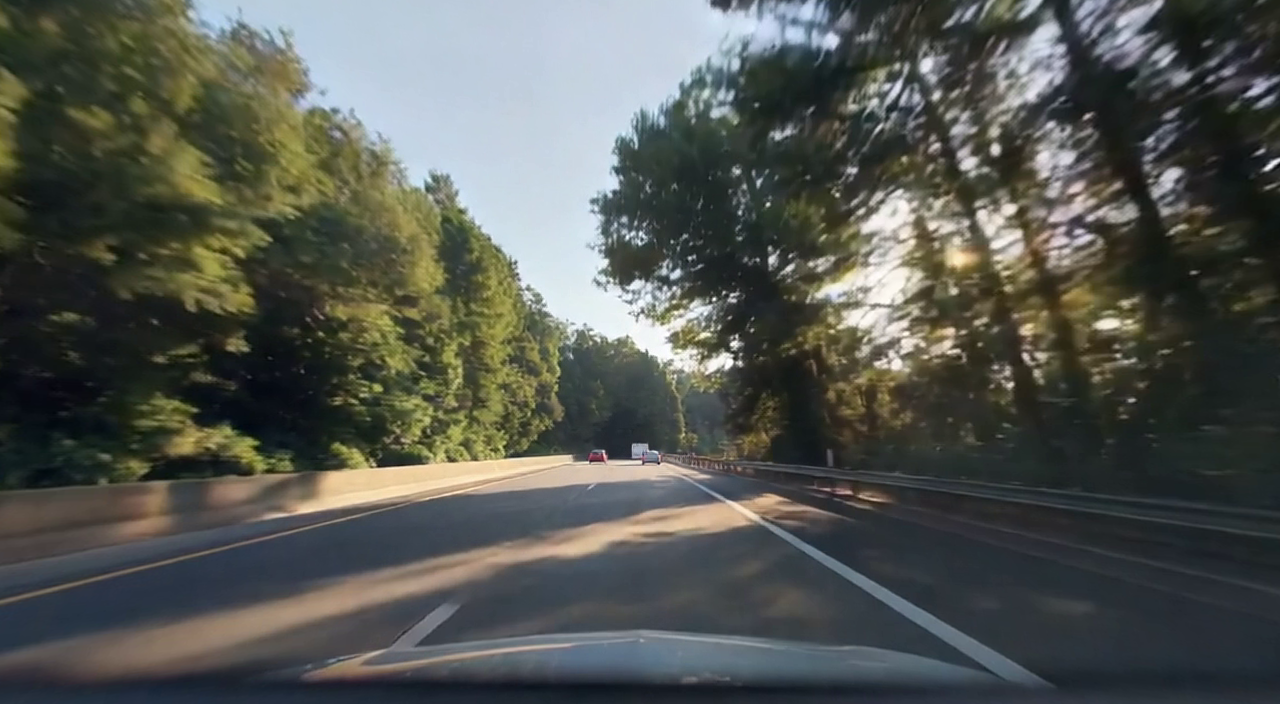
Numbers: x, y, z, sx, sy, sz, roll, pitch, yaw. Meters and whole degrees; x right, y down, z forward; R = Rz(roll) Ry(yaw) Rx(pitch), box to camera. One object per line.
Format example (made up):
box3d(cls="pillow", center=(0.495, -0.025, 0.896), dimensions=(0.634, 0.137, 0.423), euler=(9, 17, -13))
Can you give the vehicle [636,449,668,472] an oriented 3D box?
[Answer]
box3d(cls="vehicle", center=(0.758, 7.231, 42.202), dimensions=(2.046, 1.452, 4.407), euler=(0, -9, 0))
